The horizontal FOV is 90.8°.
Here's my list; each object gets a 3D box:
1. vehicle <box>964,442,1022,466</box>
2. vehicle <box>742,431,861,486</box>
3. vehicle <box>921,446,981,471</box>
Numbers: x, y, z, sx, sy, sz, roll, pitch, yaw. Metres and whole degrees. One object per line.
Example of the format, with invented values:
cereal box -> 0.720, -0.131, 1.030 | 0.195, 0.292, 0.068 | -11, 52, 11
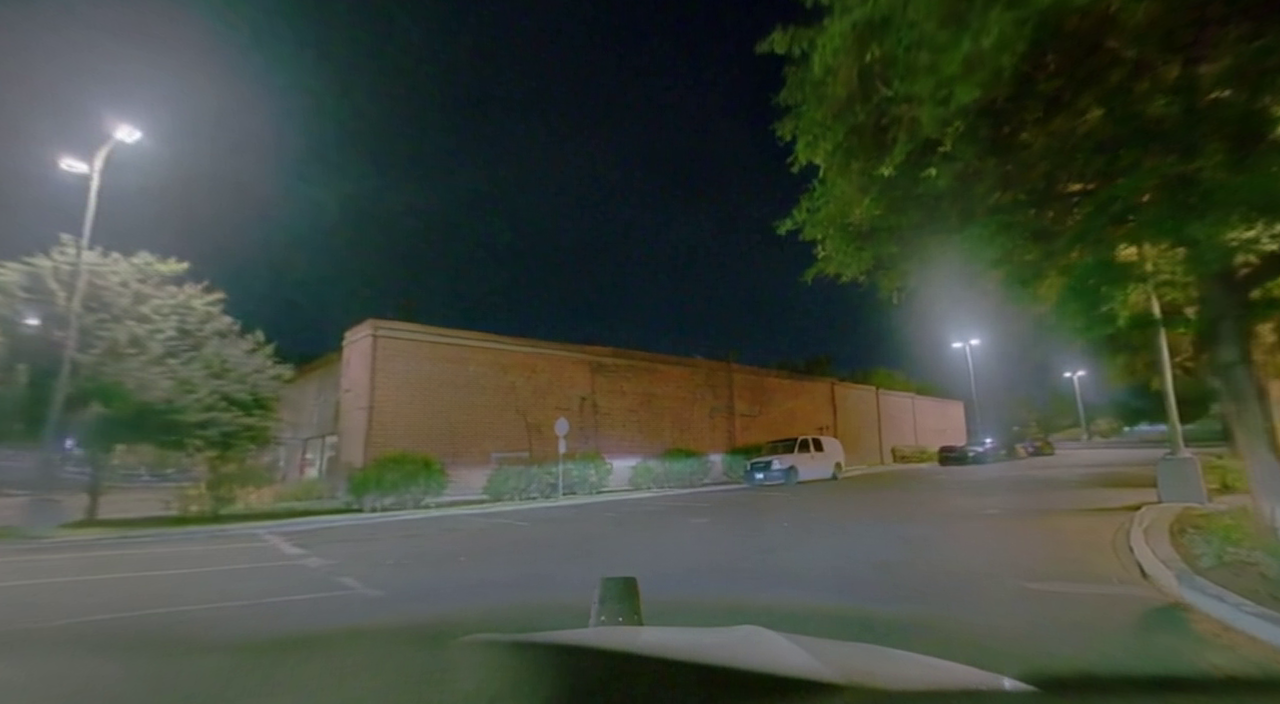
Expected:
vehicle -> 24.168, 6.961, 43.150 | 4.383, 1.525, 2.038 | 8, -12, -41
vehicle -> 7.301, 4.728, 28.266 | 5.547, 2.193, 2.433 | 8, -12, -42
vehicle -> 19.290, 6.580, 39.170 | 3.630, 1.191, 1.938 | 6, -17, -42
